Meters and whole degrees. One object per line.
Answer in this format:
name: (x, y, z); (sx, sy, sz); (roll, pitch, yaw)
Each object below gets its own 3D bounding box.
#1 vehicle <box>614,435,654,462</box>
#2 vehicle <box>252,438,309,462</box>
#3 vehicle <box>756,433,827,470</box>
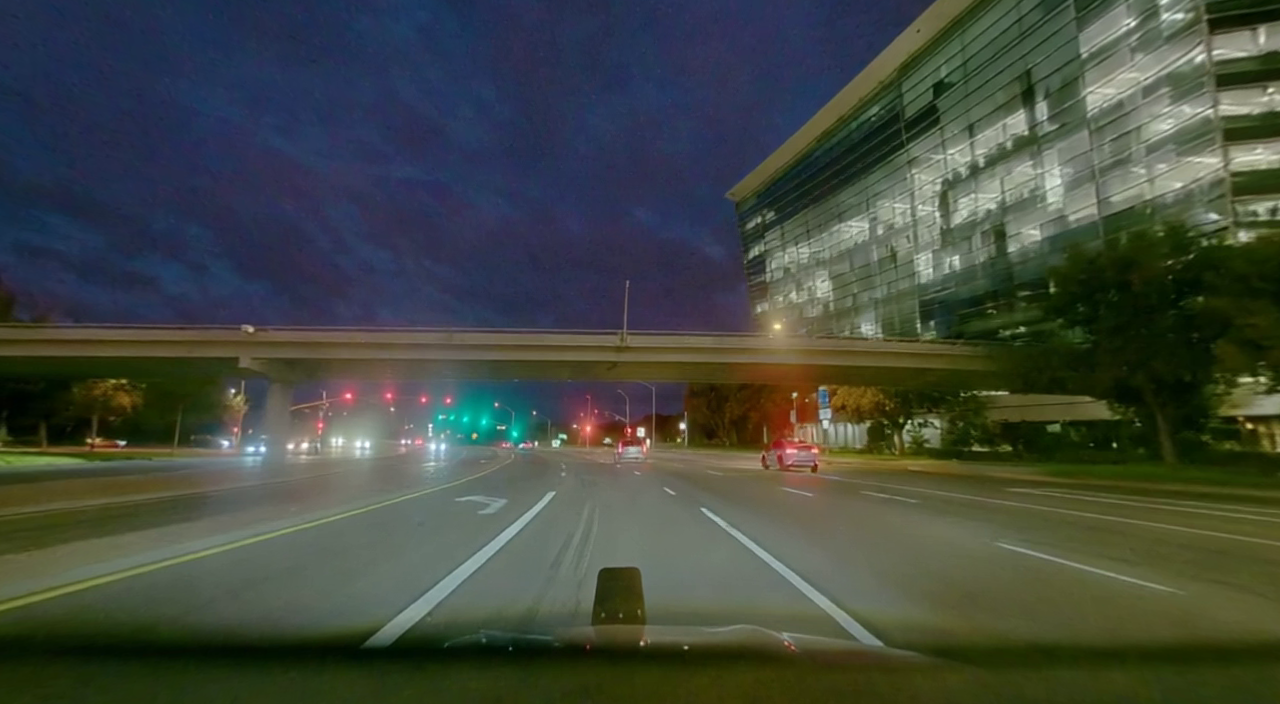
vehicle: (-0.447, 6.536, 42.720); (2.024, 1.724, 3.928); (1, -9, -10)
vehicle: (-24.454, 6.693, 43.097); (1.910, 1.510, 4.324); (1, -9, -9)
vehicle: (7.629, 5.062, 32.356); (2.130, 1.741, 4.665); (1, -8, -5)
